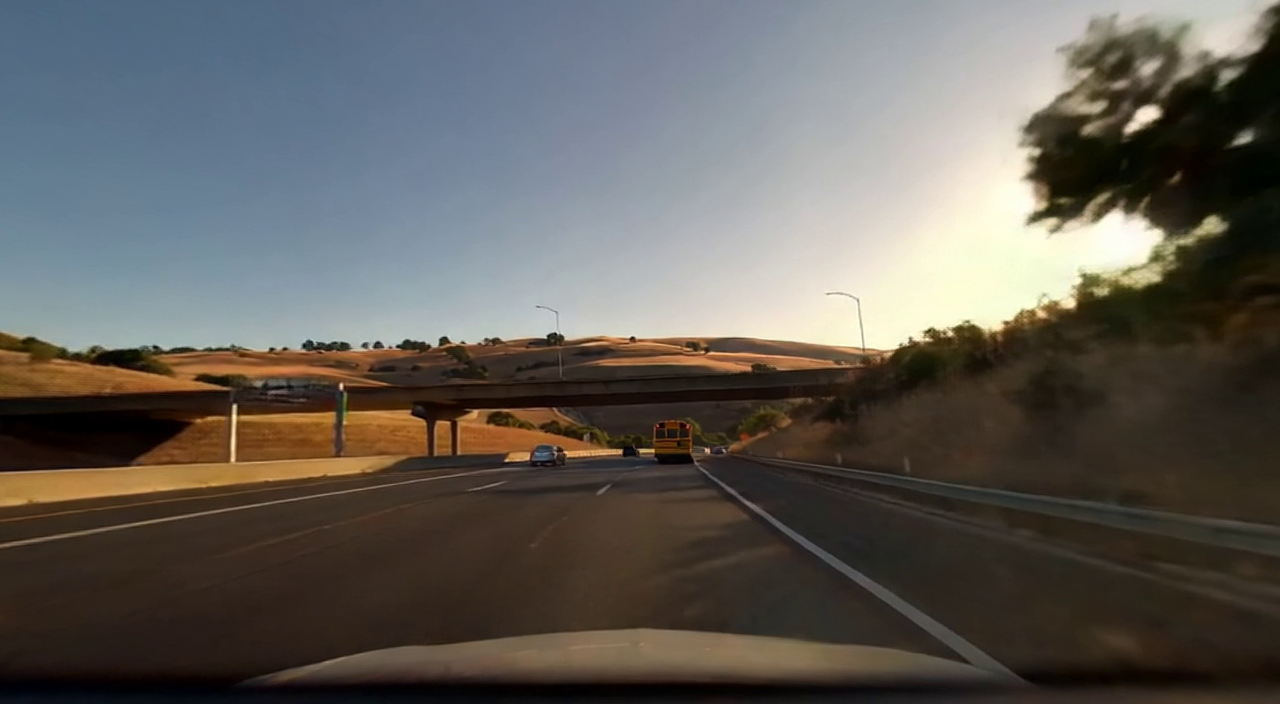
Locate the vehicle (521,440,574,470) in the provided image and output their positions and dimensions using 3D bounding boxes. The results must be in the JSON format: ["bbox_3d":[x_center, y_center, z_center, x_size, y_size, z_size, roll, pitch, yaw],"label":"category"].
[{"bbox_3d":[-5.584,6.277,38.690,2.172,1.689,4.625,-1,-8,4],"label":"vehicle"}]

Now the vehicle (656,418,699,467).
[{"bbox_3d":[2.947,6.886,48.076,2.945,3.295,10.406,-1,-8,4],"label":"vehicle"}]
